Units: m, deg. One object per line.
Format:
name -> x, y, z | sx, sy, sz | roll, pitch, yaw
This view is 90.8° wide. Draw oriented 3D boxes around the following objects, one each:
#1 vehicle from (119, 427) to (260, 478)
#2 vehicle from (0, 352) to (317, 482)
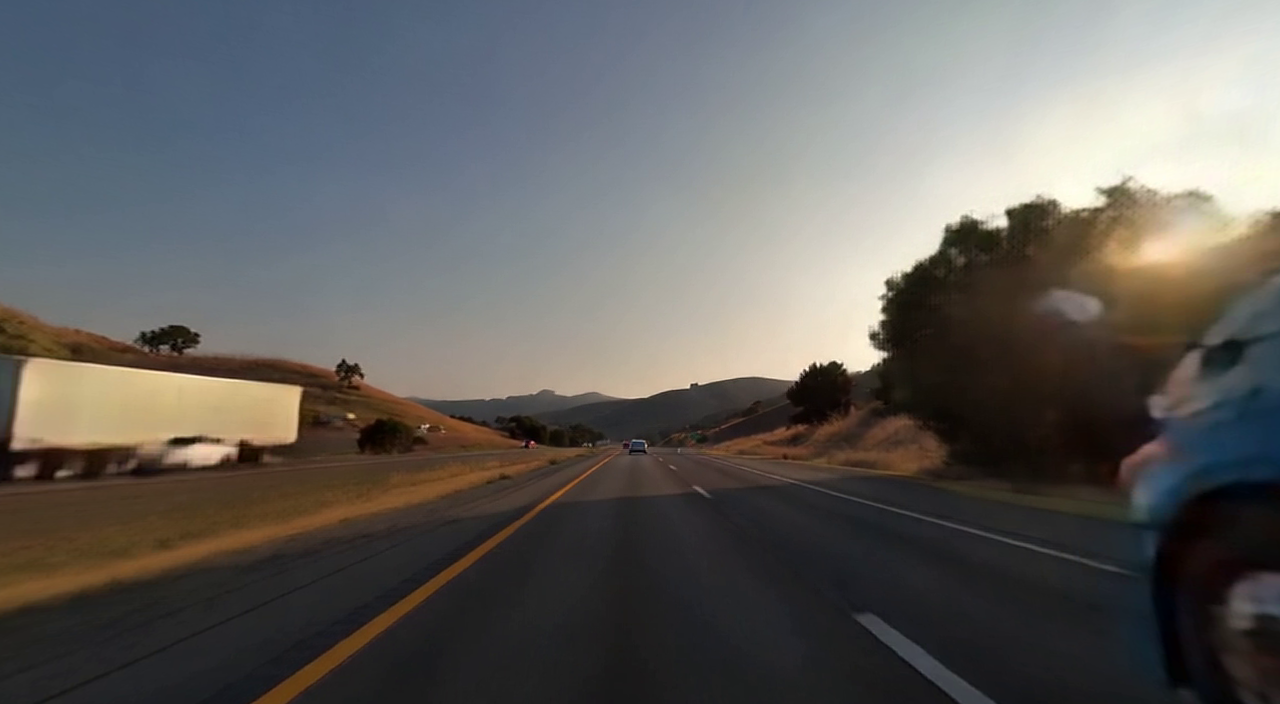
vehicle -> -17.665, 3.973, 25.123 | 2.252, 1.812, 4.496 | 0, -8, 0
vehicle -> -21.477, 3.461, 30.122 | 3.186, 4.432, 17.210 | 0, -9, 0
